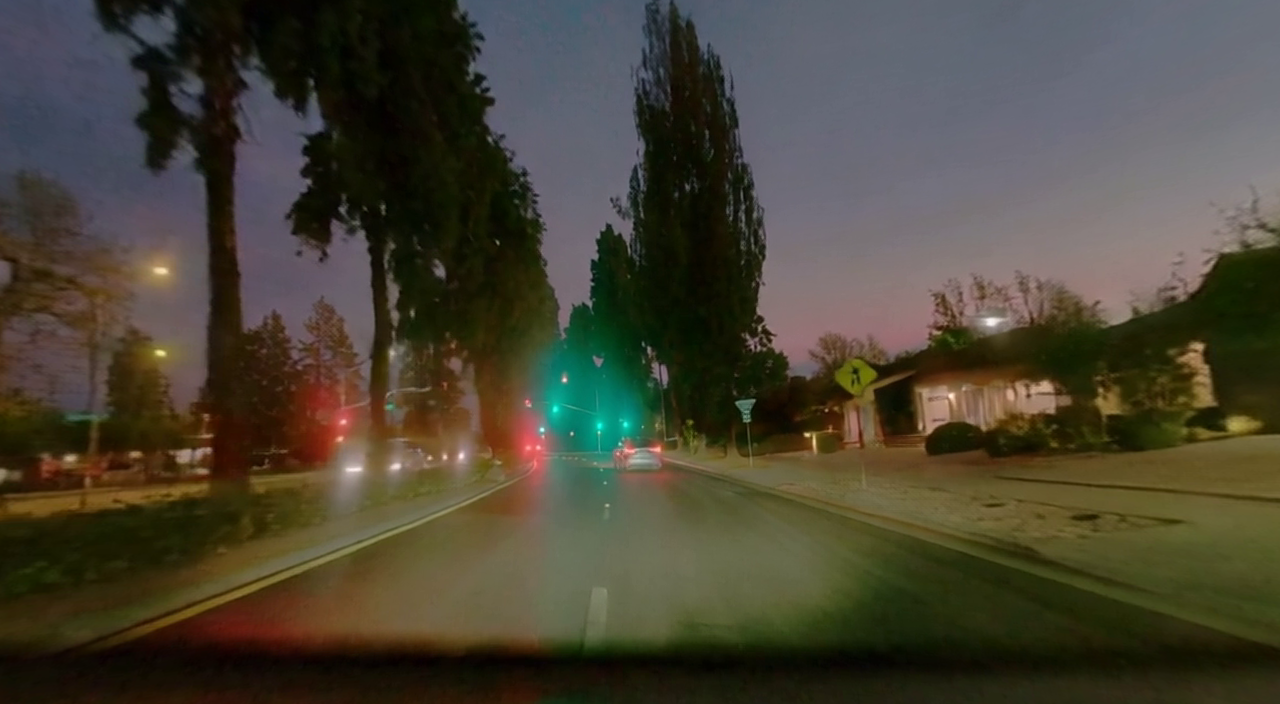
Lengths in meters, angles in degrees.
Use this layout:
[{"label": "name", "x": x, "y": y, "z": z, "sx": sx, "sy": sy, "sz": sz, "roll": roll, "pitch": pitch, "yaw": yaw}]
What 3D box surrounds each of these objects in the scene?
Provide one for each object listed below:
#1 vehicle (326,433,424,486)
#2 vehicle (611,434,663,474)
[{"label": "vehicle", "x": -11.345, "y": 4.635, "z": 27.584, "sx": 2.334, "sy": 2.022, "sz": 5.653, "roll": 0, "pitch": -9, "yaw": -6}, {"label": "vehicle", "x": -0.208, "y": 4.768, "z": 29.717, "sx": 1.990, "sy": 1.707, "sz": 4.225, "roll": 0, "pitch": -9, "yaw": -6}]
